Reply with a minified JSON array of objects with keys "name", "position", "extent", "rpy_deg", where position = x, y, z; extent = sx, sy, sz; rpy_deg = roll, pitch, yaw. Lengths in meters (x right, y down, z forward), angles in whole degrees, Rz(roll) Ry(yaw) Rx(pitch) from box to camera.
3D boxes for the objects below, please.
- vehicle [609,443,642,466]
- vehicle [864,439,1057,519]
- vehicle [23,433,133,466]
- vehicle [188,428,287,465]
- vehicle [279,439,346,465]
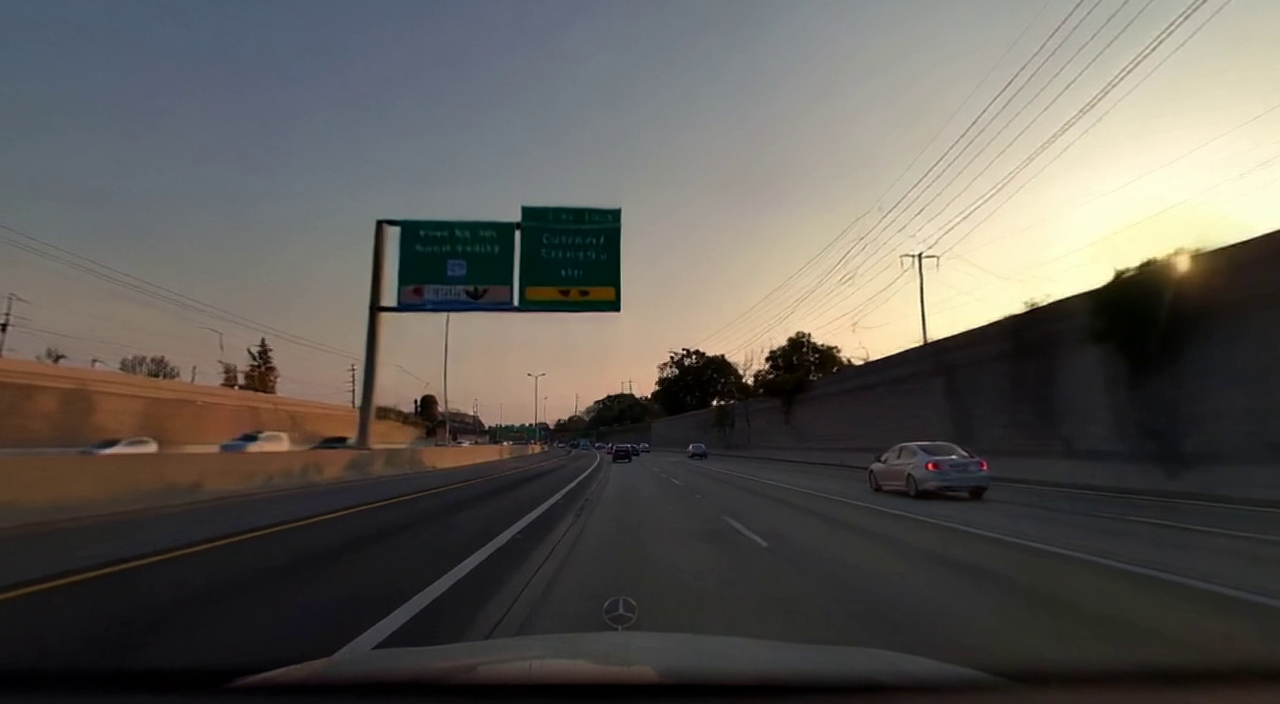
[{"name":"vehicle","position":[-1.036,6.973,43.215],"extent":[2.109,1.489,4.027],"rpy_deg":[0,-8,-2]},{"name":"vehicle","position":[6.622,2.639,13.717],"extent":[1.876,1.451,4.154],"rpy_deg":[0,-9,-2]},{"name":"vehicle","position":[-31.246,5.452,35.396],"extent":[2.036,1.697,4.566],"rpy_deg":[0,-9,-1]},{"name":"vehicle","position":[-24.057,5.715,38.202],"extent":[2.310,2.019,5.765],"rpy_deg":[0,-9,-2]},{"name":"vehicle","position":[-20.093,6.169,39.045],"extent":[1.849,1.498,4.484],"rpy_deg":[0,-8,-2]}]
